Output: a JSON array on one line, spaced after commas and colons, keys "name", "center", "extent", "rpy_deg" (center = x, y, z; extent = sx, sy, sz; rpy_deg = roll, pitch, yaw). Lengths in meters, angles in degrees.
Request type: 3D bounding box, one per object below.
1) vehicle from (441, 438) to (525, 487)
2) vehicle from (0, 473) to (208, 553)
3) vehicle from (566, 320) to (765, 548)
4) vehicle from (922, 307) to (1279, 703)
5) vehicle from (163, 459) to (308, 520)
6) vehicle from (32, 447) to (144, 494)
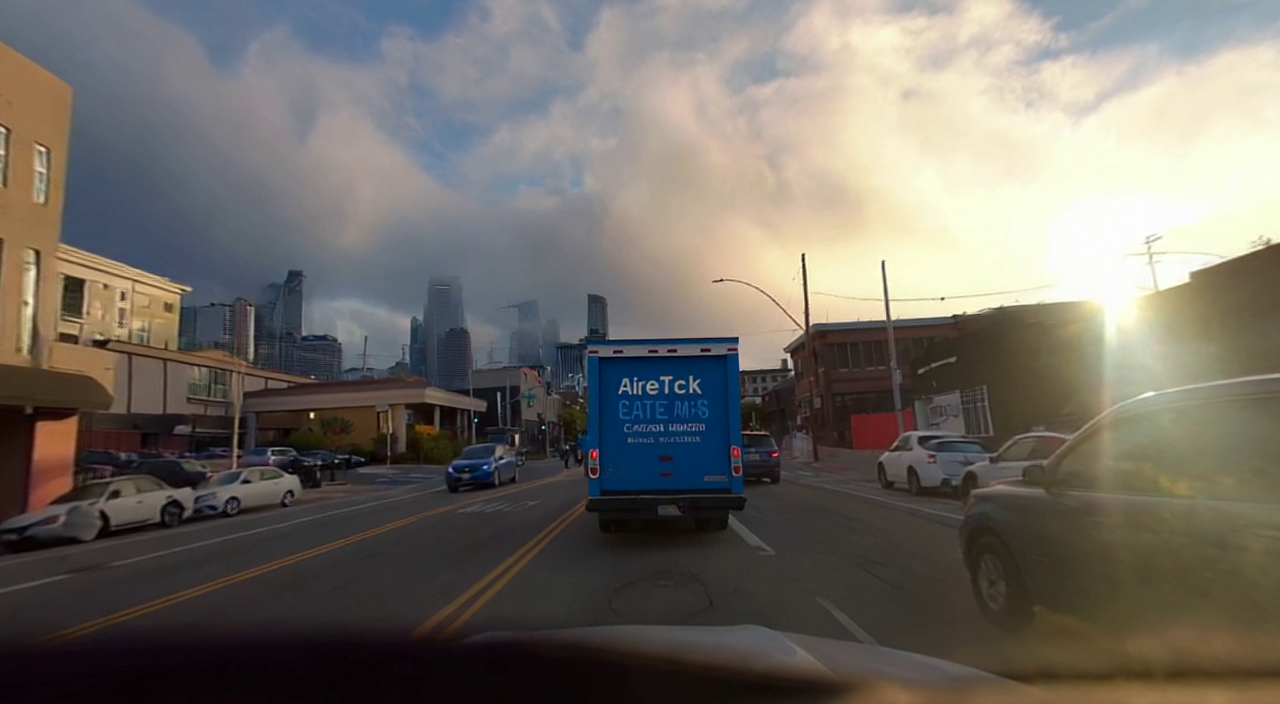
[{"name": "vehicle", "center": [-5.952, 4.216, 24.371], "extent": [2.046, 1.711, 4.320], "rpy_deg": [0, -8, 1]}, {"name": "vehicle", "center": [-13.492, 3.944, 15.960], "extent": [1.901, 1.508, 4.405], "rpy_deg": [0, -8, -1]}, {"name": "vehicle", "center": [0.222, 1.479, 11.209], "extent": [2.517, 2.926, 6.177], "rpy_deg": [0, -8, -2]}, {"name": "vehicle", "center": [3.384, 0.828, 2.893], "extent": [2.104, 1.786, 4.498], "rpy_deg": [0, -8, 1]}, {"name": "vehicle", "center": [-13.374, 4.527, 21.131], "extent": [1.943, 1.682, 4.365], "rpy_deg": [0, -8, 0]}, {"name": "vehicle", "center": [-27.939, 5.977, 31.816], "extent": [3.961, 1.764, 1.952], "rpy_deg": [-6, -5, 2]}]
